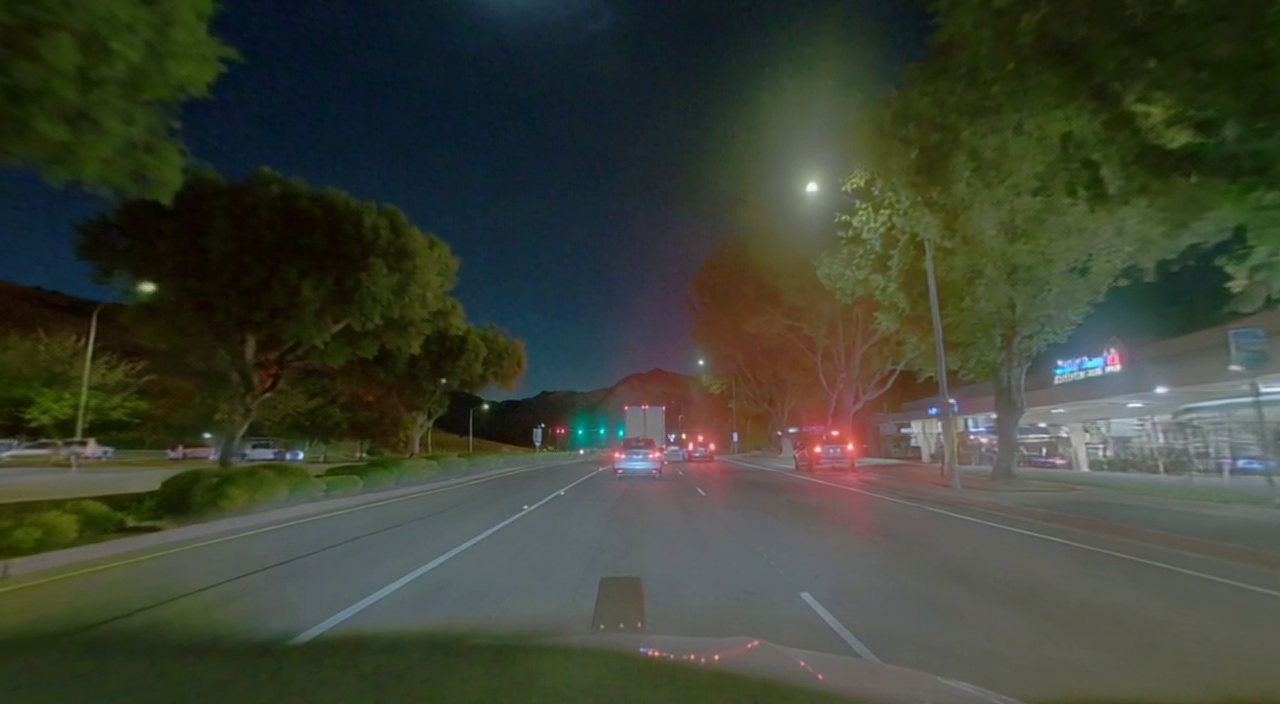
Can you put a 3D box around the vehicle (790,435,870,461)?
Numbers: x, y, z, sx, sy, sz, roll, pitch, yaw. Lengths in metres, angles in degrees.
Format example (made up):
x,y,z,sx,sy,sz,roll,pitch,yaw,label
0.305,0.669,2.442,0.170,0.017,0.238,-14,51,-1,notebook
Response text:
x,y,z,sx,sy,sz,roll,pitch,yaw,label
13.091,6.629,43.546,4.887,1.734,2.014,0,-8,2,vehicle

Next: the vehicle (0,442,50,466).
x,y,z,sx,sy,sz,roll,pitch,yaw,label
-37.143,5.949,36.713,3.325,1.360,1.590,3,-9,-21,vehicle

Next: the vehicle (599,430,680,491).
x,y,z,sx,sy,sz,roll,pitch,yaw,label
-0.011,3.248,19.105,2.193,1.651,3.946,0,-8,0,vehicle

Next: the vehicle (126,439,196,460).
x,y,z,sx,sy,sz,roll,pitch,yaw,label
-35.717,7.302,46.895,3.714,1.510,1.917,4,-9,-23,vehicle

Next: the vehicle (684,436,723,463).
x,y,z,sx,sy,sz,roll,pitch,yaw,label
4.119,6.413,41.326,2.088,1.655,4.360,0,-8,0,vehicle

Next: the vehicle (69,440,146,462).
x,y,z,sx,sy,sz,roll,pitch,yaw,label
-36.698,6.849,43.370,3.640,1.447,1.788,4,-9,-26,vehicle
